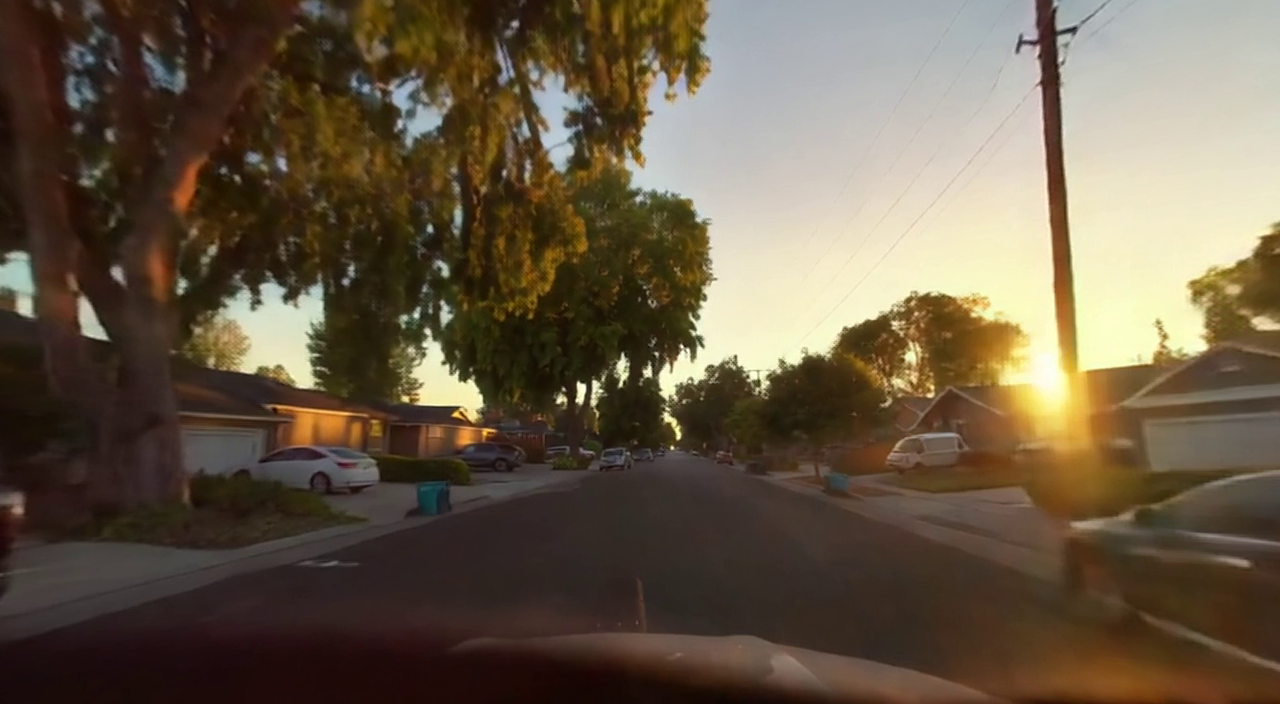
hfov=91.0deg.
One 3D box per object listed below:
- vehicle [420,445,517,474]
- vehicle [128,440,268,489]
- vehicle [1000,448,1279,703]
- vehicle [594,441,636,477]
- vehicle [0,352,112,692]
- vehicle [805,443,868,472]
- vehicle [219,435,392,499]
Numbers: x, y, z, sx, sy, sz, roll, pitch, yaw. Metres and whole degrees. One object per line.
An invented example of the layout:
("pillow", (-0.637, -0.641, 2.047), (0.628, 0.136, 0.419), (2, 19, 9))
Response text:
("vehicle", (-9.889, 6.231, 36.578), (4.977, 1.558, 2.079), (-1, -9, 5))
("vehicle", (-15.037, 3.762, 21.392), (4.473, 1.493, 1.884), (-4, -9, 27))
("vehicle", (4.231, 1.267, 3.456), (1.959, 1.431, 4.647), (0, -8, 3))
("vehicle", (-1.834, 8.066, 47.780), (2.482, 2.054, 5.323), (0, -3, 5))
("vehicle", (-5.265, 0.716, 1.602), (2.337, 2.084, 6.088), (-1, -9, 3))
("vehicle", (12.855, 6.917, 41.375), (3.647, 1.784, 1.650), (-1, -8, 5))
("vehicle", (-10.291, 3.551, 19.554), (4.373, 1.747, 2.029), (-4, -9, 11))
